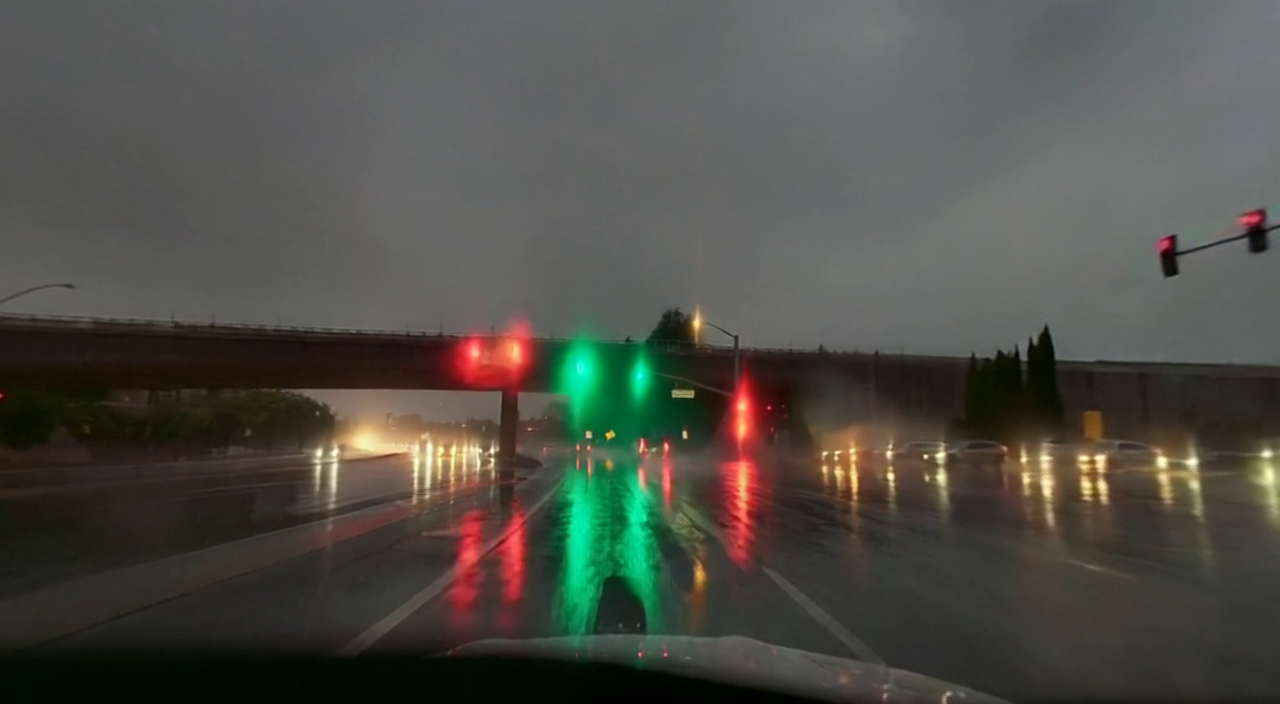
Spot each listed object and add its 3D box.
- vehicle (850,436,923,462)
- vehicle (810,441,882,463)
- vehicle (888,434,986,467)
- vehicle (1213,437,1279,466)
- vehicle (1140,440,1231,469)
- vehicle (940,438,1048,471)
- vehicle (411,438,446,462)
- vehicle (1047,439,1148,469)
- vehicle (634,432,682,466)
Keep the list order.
[{"bbox_3d":[15.629,6.138,40.053,4.154,1.603,1.834,3,-9,-22],"label":"vehicle"},{"bbox_3d":[14.250,6.897,43.739,4.490,1.430,1.996,3,-9,-22],"label":"vehicle"},{"bbox_3d":[15.776,5.203,33.578,4.501,1.631,2.165,3,-9,-22],"label":"vehicle"},{"bbox_3d":[36.999,5.938,37.871,4.589,1.634,1.883,3,-9,-21],"label":"vehicle"},{"bbox_3d":[30.331,5.665,35.126,4.427,1.475,1.897,3,-9,-22],"label":"vehicle"},{"bbox_3d":[16.561,4.774,29.582,4.538,1.417,1.948,3,-9,-23],"label":"vehicle"},{"bbox_3d":[-16.320,7.545,48.833,1.989,1.619,4.612,1,-7,-12],"label":"vehicle"},{"bbox_3d":[23.733,5.245,32.792,4.570,1.455,1.976,3,-9,-22],"label":"vehicle"},{"bbox_3d":[0.896,5.252,34.362,2.024,1.724,3.928,1,-8,-7],"label":"vehicle"}]
